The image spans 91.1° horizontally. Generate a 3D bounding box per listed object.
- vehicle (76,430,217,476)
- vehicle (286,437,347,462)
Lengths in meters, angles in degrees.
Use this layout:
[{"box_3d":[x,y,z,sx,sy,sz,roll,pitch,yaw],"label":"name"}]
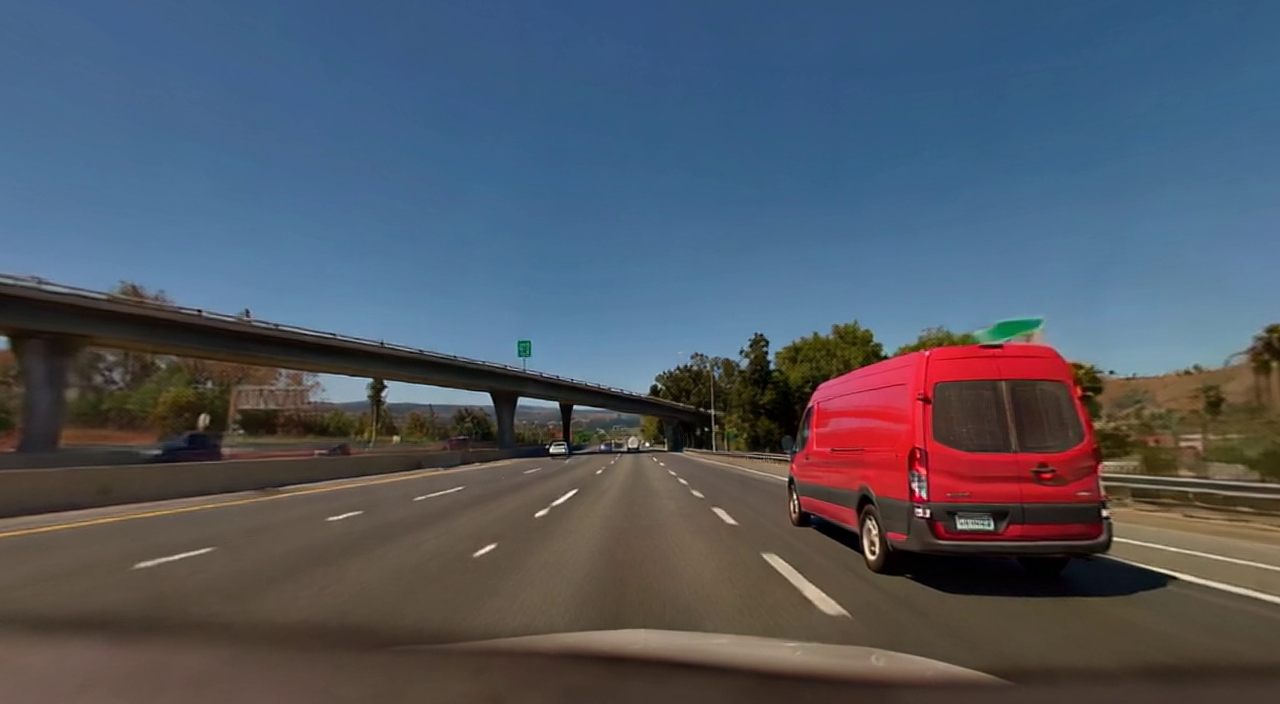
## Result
[{"box_3d":[-20.328,4.185,26.191,2.189,1.709,4.513,0,-8,-1],"label":"vehicle"},{"box_3d":[-23.357,7.071,45.517,1.975,1.727,4.439,0,-8,1],"label":"vehicle"}]
